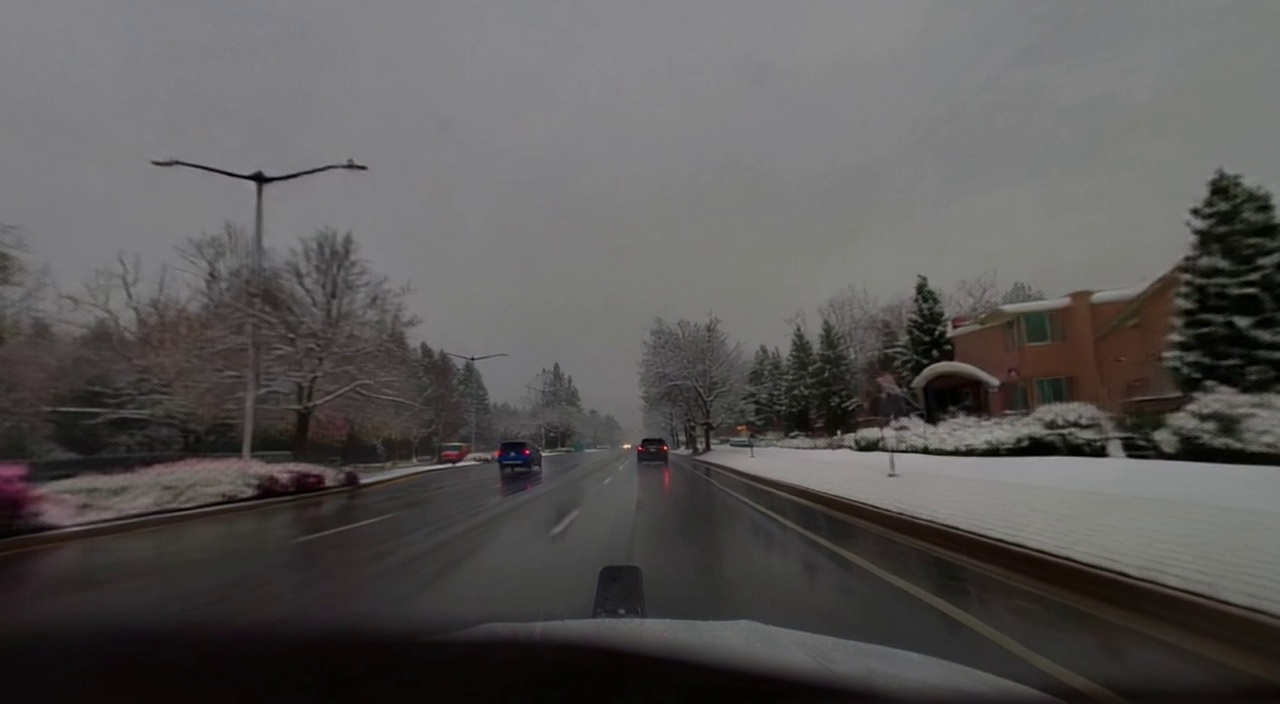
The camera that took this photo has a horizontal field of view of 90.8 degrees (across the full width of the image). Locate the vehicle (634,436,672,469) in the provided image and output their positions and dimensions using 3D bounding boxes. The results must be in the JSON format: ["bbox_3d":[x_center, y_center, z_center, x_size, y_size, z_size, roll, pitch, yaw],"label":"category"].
[{"bbox_3d":[0.732,5.904,37.316,2.070,1.764,4.552,0,-8,0],"label":"vehicle"}]

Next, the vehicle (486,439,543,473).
[{"bbox_3d":[-6.523,5.443,33.270,1.993,1.657,4.487,0,-8,1],"label":"vehicle"}]
